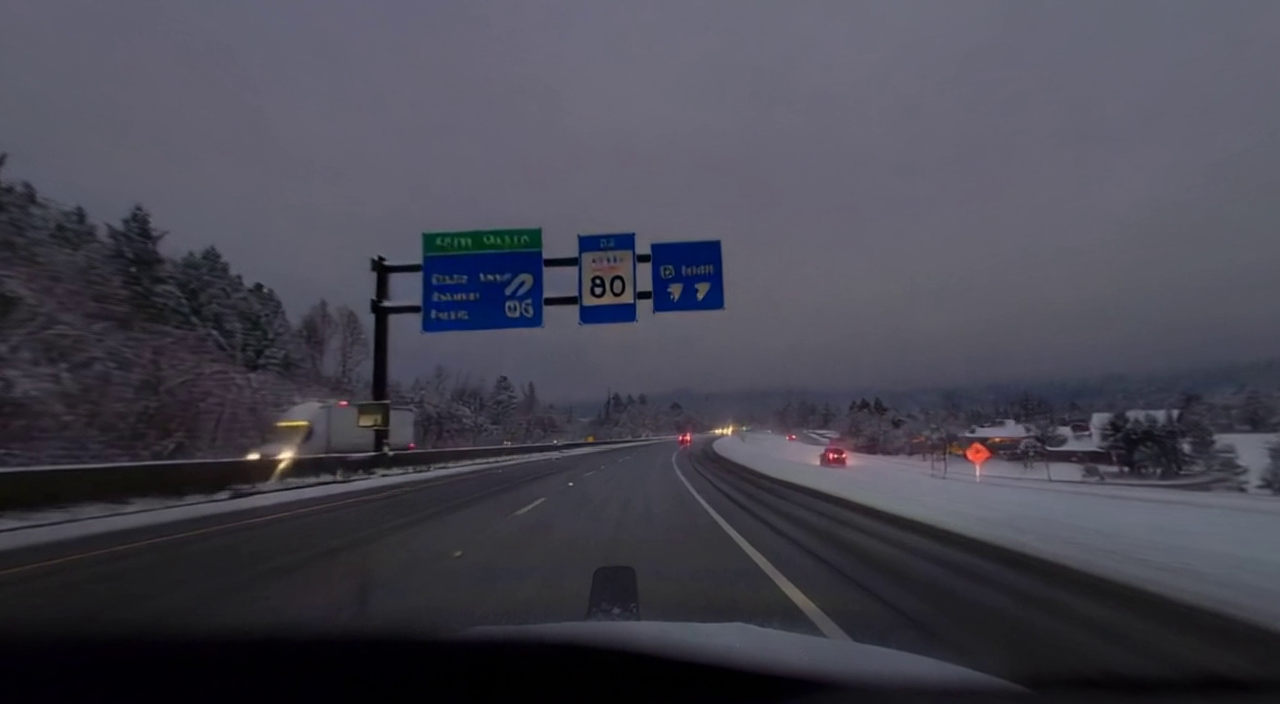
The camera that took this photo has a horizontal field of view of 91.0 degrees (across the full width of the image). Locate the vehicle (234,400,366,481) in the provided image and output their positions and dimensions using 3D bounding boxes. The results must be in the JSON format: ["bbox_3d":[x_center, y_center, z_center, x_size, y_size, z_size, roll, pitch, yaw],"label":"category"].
[{"bbox_3d":[-17.214,4.569,32.475,3.120,3.715,6.168,-1,-8,2],"label":"vehicle"}]
